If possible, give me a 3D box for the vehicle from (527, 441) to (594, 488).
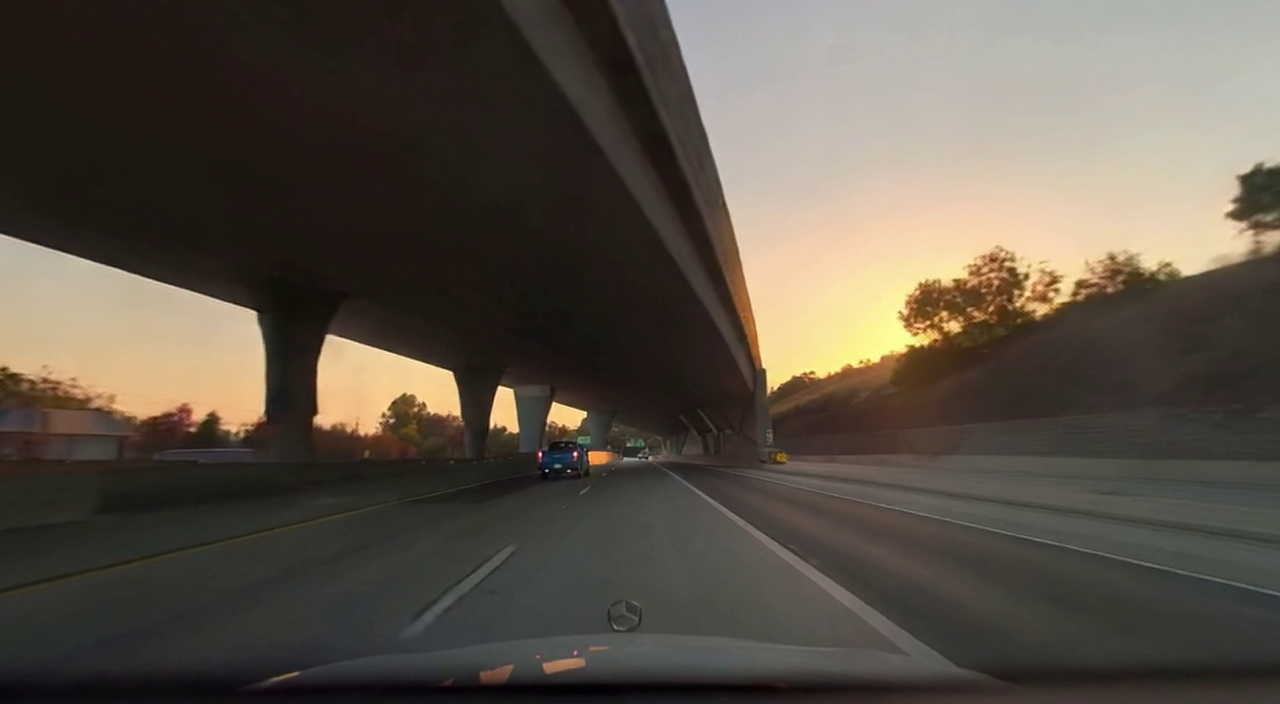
[{"bbox_3d":[-3.179,4.616,26.096,2.152,1.717,4.423,0,-9,1],"label":"vehicle"}]
